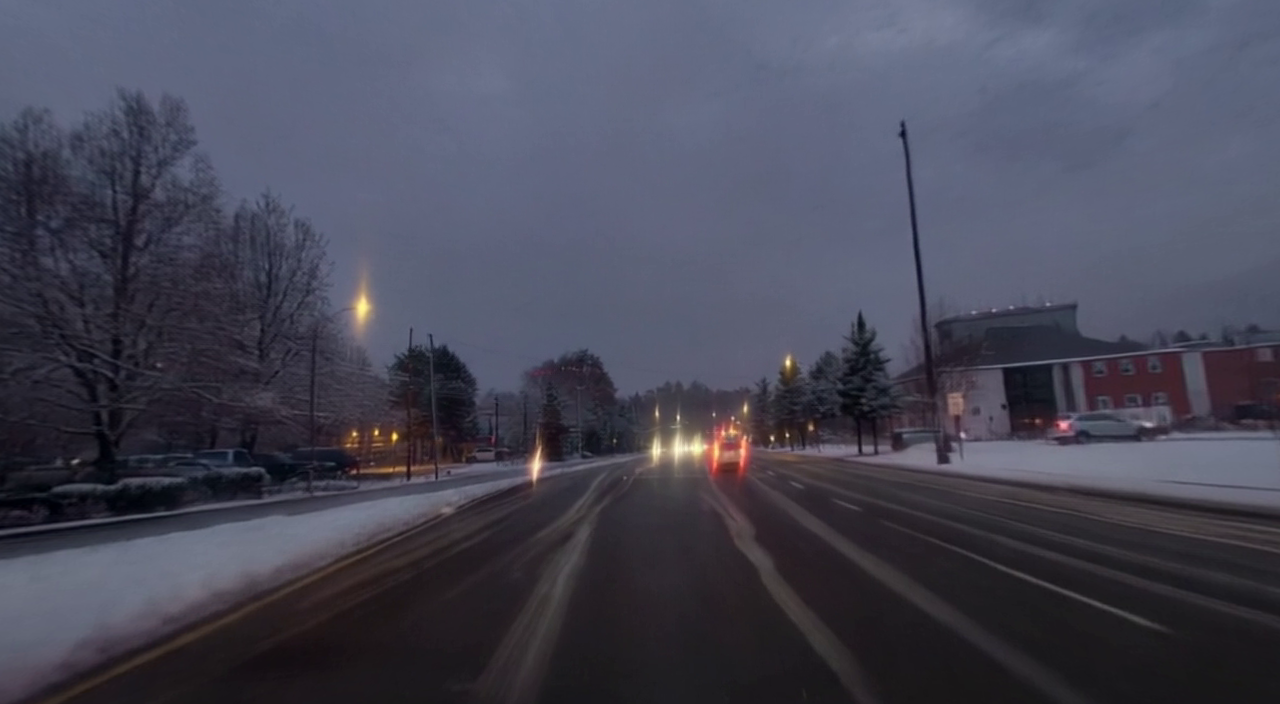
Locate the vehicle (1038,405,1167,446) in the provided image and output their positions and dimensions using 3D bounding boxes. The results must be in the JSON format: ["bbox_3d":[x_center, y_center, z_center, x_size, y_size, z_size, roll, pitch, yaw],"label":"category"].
[{"bbox_3d":[22.215,3.583,30.518,4.359,1.849,2.152,-1,-9,6],"label":"vehicle"}]

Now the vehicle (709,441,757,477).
[{"bbox_3d":[4.646,5.425,32.133,2.181,1.639,4.127,-1,-9,6],"label":"vehicle"}]
